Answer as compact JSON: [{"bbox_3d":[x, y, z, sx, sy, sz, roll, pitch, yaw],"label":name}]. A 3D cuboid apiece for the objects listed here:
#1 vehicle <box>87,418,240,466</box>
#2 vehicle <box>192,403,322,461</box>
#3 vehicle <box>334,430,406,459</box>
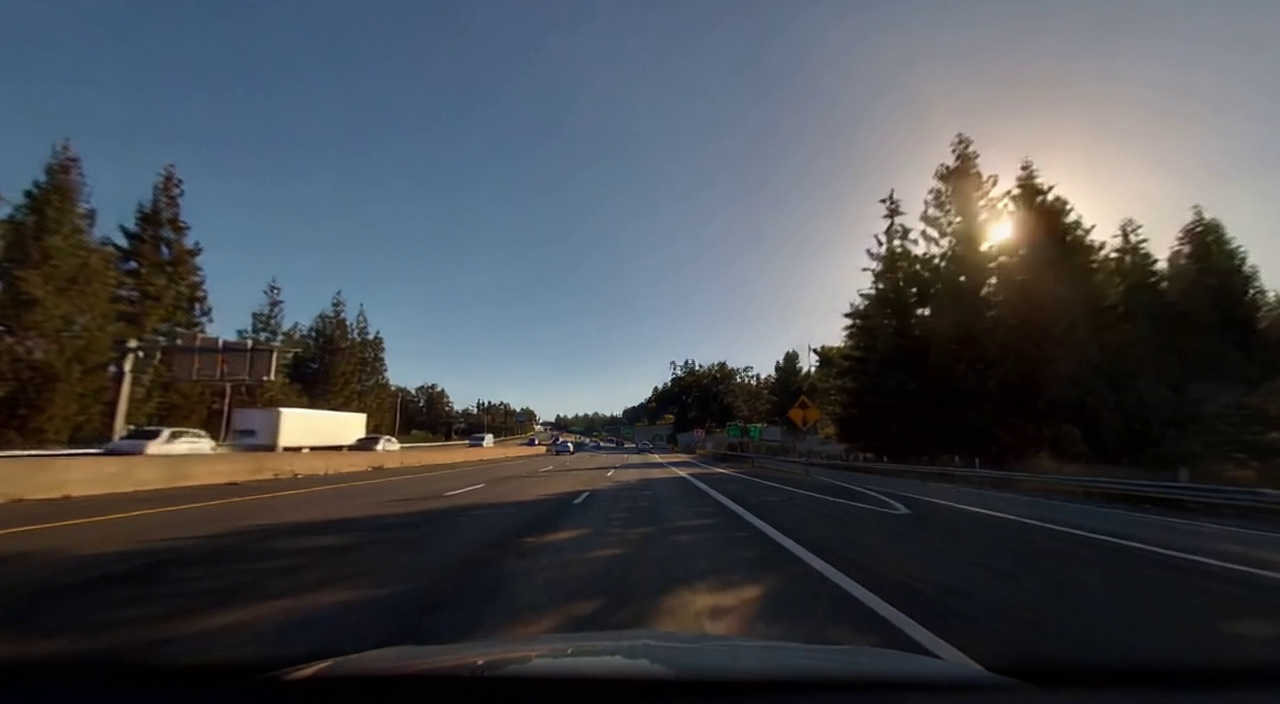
[{"bbox_3d":[-21.423,4.122,28.839,2.284,1.976,5.973,0,-8,0],"label":"vehicle"},{"bbox_3d":[-21.394,4.609,35.803,3.018,2.997,6.642,0,-8,1],"label":"vehicle"},{"bbox_3d":[-17.294,5.985,40.752,2.129,1.697,5.626,0,-8,0],"label":"vehicle"}]
